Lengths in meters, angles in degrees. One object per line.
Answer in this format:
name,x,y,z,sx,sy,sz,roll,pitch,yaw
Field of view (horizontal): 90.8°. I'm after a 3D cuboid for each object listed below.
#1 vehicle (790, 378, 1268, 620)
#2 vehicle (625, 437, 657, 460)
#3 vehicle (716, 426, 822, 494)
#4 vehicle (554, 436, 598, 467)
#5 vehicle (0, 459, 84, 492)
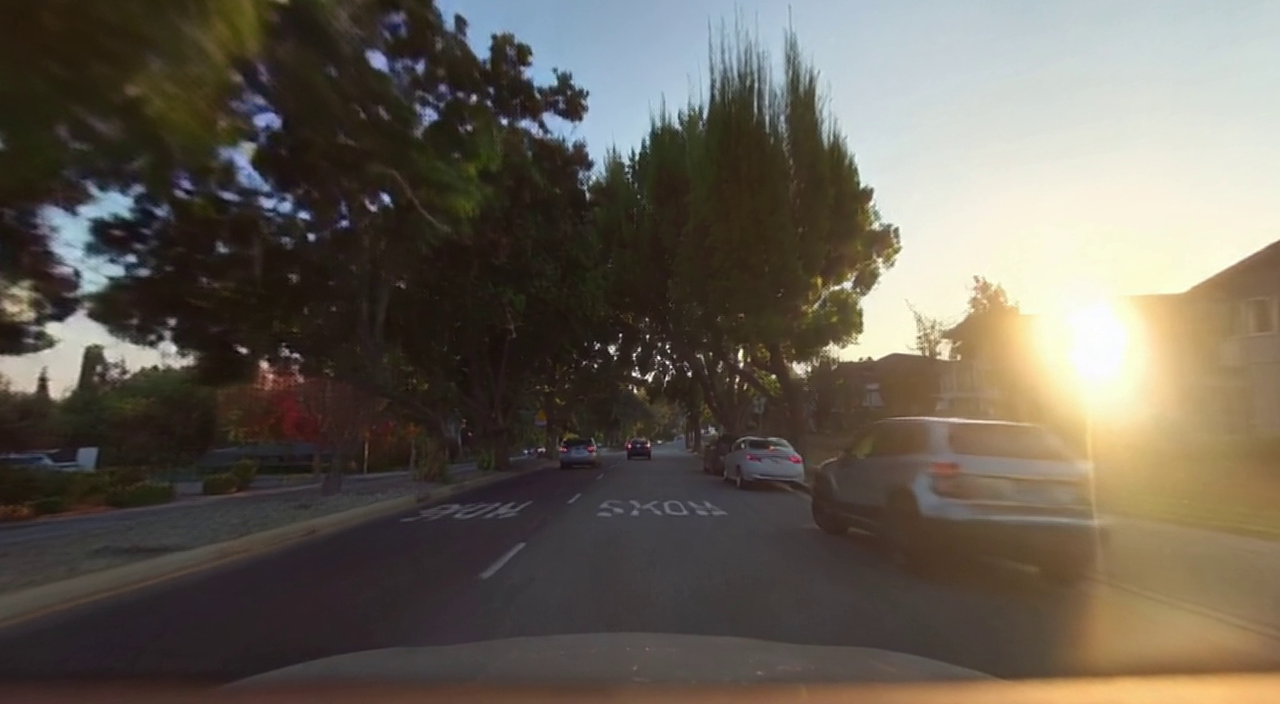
vehicle,3.694,1.507,7.579,2.273,1.860,5.077,0,-8,-3
vehicle,0.097,6.973,45.781,2.142,1.548,4.273,-1,-8,1
vehicle,3.657,3.163,18.866,2.113,1.760,4.432,-1,-8,-1
vehicle,-3.678,5.810,37.038,2.129,1.668,4.722,-1,-8,0
vehicle,-36.422,7.368,37.945,1.890,1.711,4.456,-1,-8,1
